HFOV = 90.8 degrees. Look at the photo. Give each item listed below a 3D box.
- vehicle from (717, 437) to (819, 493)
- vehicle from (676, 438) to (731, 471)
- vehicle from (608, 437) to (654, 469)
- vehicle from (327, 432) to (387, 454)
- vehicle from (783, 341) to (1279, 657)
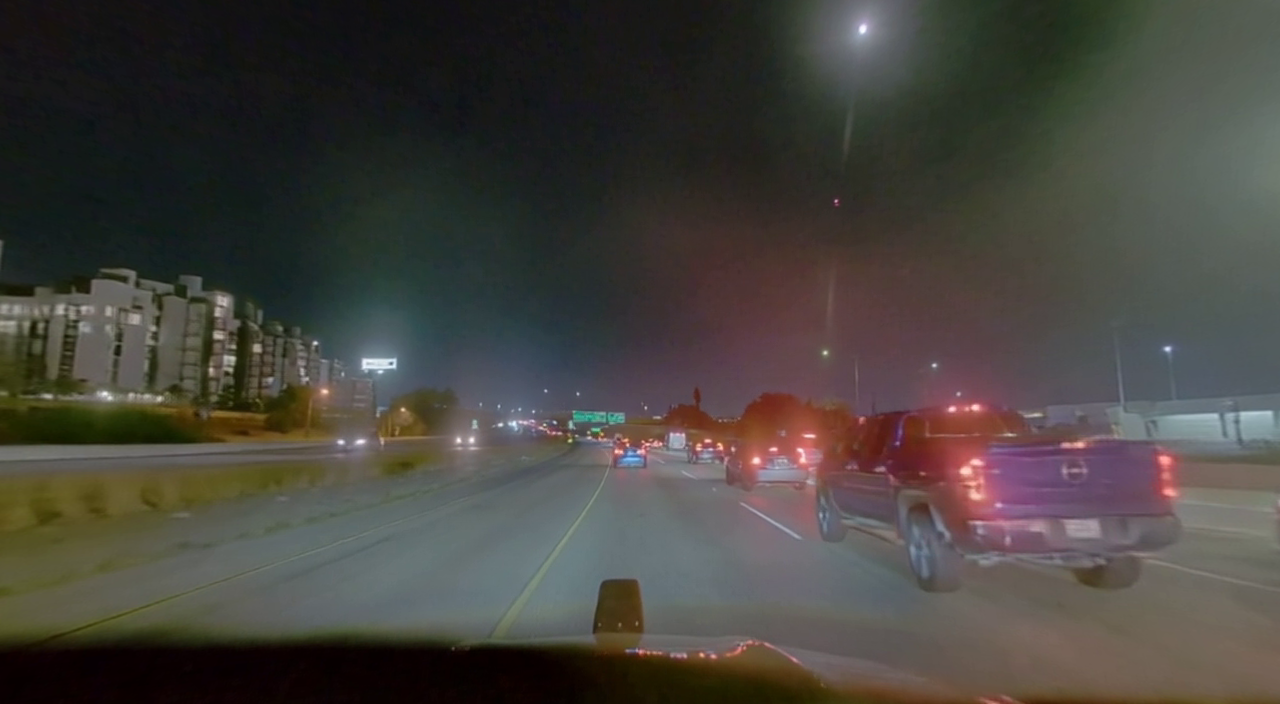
[{"bbox_3d":[3.697,3.361,19.237,1.923,1.462,4.895,0,-8,-2],"label":"vehicle"},{"bbox_3d":[3.168,5.226,32.399,2.057,1.517,4.538,0,-8,-4],"label":"vehicle"},{"bbox_3d":[-0.526,5.249,32.899,2.266,1.549,3.978,0,-8,-2],"label":"vehicle"},{"bbox_3d":[-20.088,6.480,45.042,2.170,1.464,4.896,0,-8,-2],"label":"vehicle"},{"bbox_3d":[4.007,1.451,7.708,2.747,2.061,7.011,0,-8,-1],"label":"vehicle"}]
